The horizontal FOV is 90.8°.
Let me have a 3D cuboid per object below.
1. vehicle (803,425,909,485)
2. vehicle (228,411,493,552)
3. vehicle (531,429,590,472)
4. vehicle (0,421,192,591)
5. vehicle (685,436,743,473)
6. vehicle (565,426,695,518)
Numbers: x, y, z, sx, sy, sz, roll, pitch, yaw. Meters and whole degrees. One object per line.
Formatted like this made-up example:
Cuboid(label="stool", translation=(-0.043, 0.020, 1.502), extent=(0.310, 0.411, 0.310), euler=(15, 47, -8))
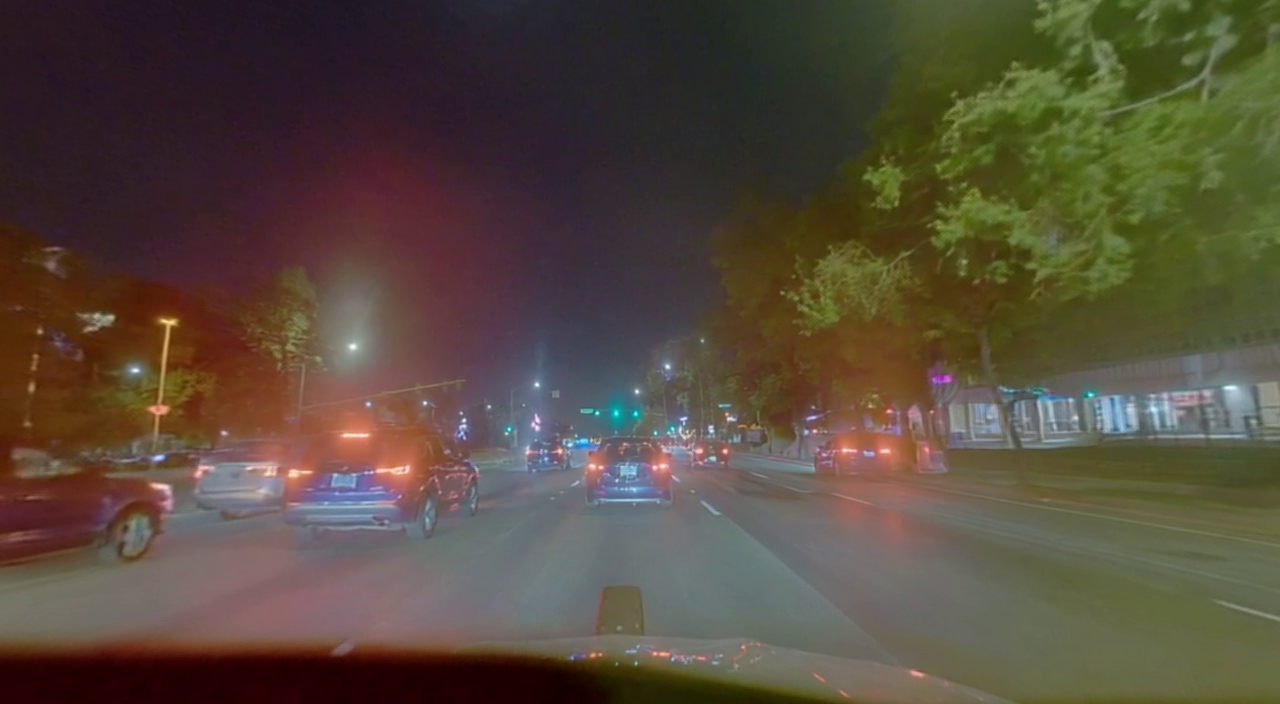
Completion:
Cuboid(label="vehicle", translation=(6.795, 3.290, 20.379), extent=(1.889, 1.681, 4.120), euler=(0, -9, -1))
Cuboid(label="vehicle", translation=(-3.779, 1.837, 9.622), extent=(2.009, 1.619, 4.376), euler=(0, -9, 0))
Cuboid(label="vehicle", translation=(-3.591, 4.583, 29.529), extent=(2.154, 1.801, 5.015), euler=(0, -8, -1))
Cuboid(label="vehicle", translation=(-6.700, 1.430, 5.929), extent=(1.835, 1.516, 4.423), euler=(0, -9, -2))
Cuboid(label="vehicle", translation=(3.157, 4.478, 27.868), extent=(1.905, 1.473, 4.183), euler=(0, -9, -2))
Cuboid(label="vehicle", translation=(-0.203, 2.314, 12.682), extent=(2.161, 1.501, 4.184), euler=(0, -9, -1))
